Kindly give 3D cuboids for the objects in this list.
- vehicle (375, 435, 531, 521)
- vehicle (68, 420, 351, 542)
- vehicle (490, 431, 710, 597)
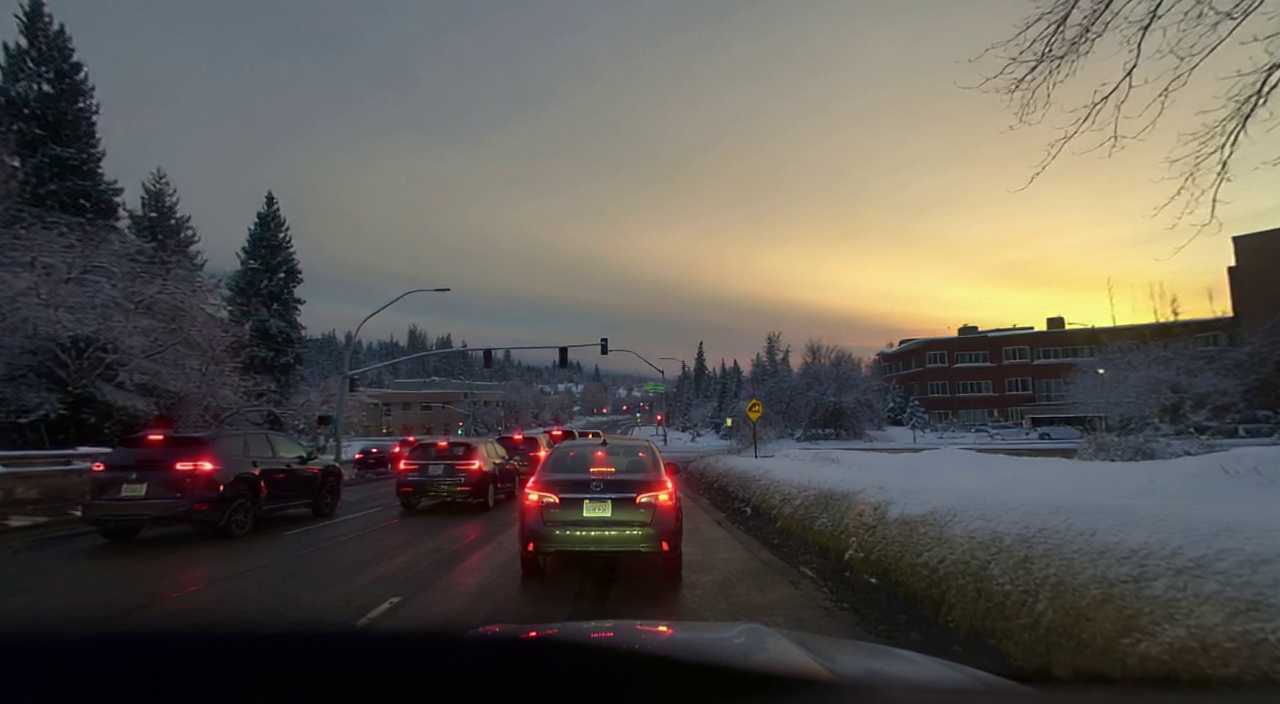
[{"bbox_3d":[-3.774,2.609,13.697,1.913,1.521,4.539,0,-9,1],"label":"vehicle"},{"bbox_3d":[-7.347,2.225,11.501,2.068,1.784,4.224,0,-9,1],"label":"vehicle"},{"bbox_3d":[-0.384,1.828,7.999,2.066,1.544,3.954,0,-9,0],"label":"vehicle"}]
